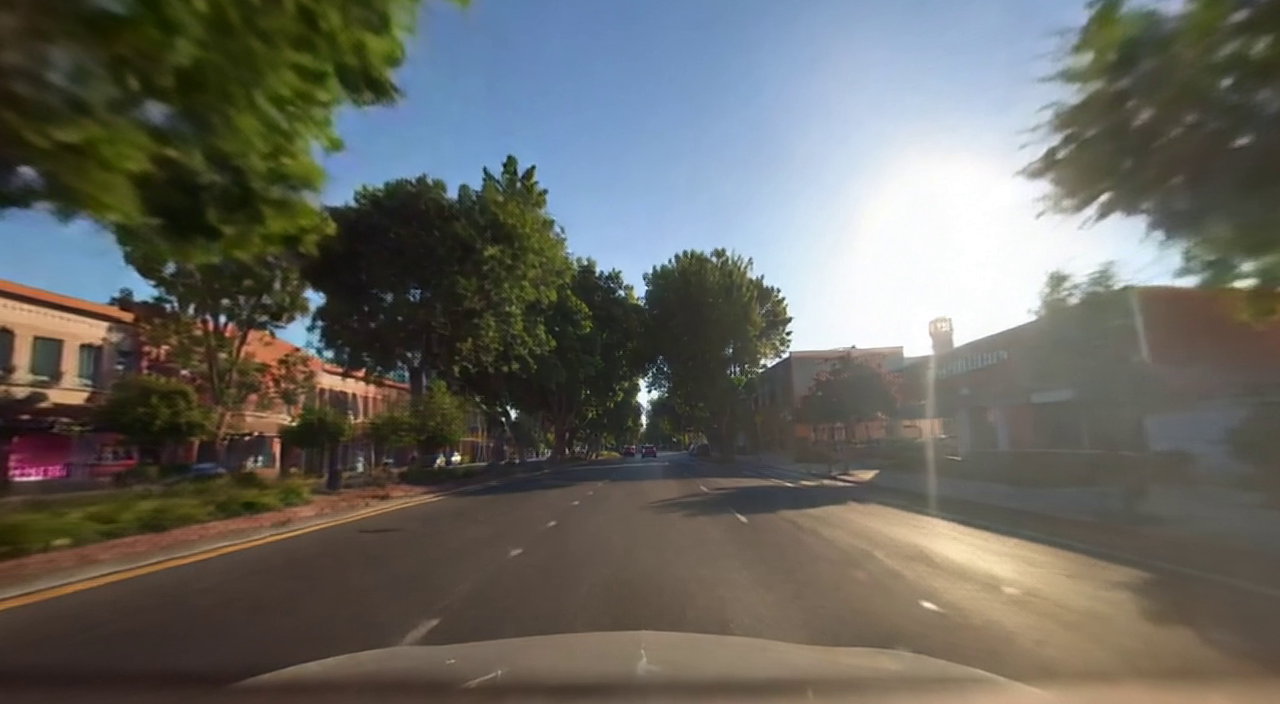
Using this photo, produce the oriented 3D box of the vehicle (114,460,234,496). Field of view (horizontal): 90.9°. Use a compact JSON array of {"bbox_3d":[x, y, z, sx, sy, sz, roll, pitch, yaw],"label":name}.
[{"bbox_3d":[-22.336,6.029,30.471,2.135,1.467,4.653,-1,-9,2],"label":"vehicle"}]
